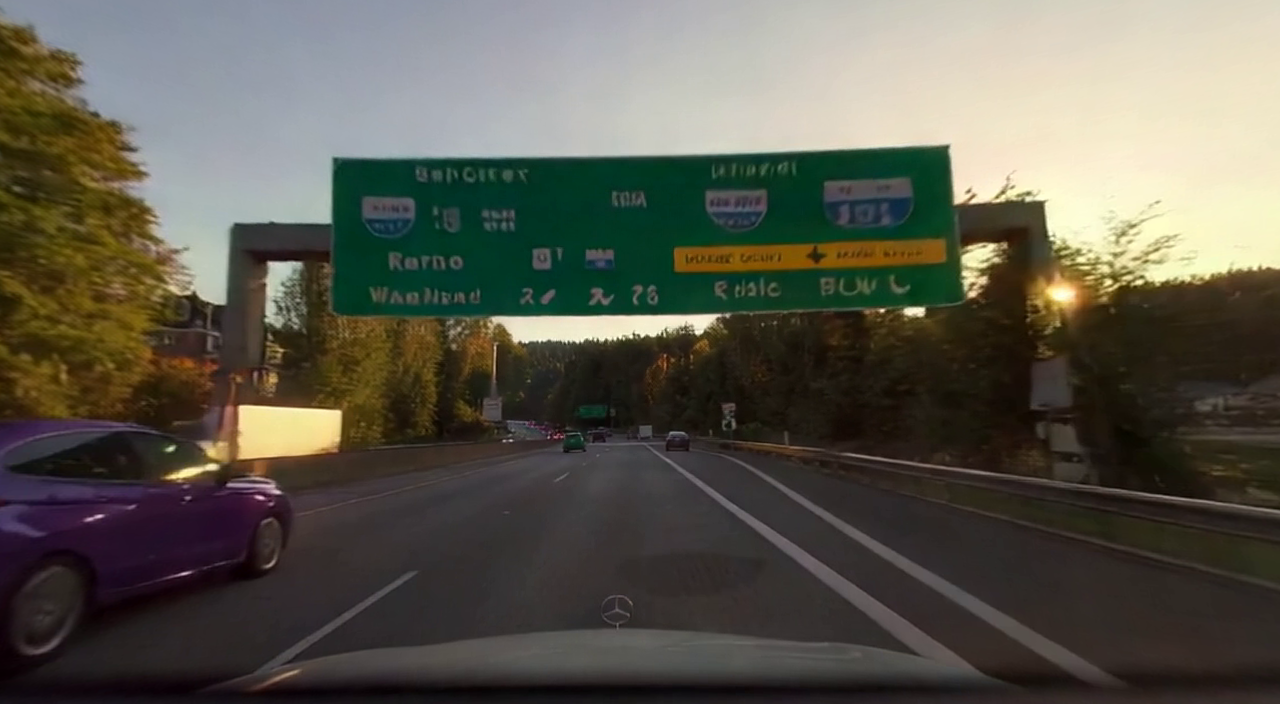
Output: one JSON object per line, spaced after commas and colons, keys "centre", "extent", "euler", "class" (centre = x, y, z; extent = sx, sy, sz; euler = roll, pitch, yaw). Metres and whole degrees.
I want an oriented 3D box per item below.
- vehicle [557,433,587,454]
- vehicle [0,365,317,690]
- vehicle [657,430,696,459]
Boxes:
{"centre": [-5.219, 7.046, 48.599], "extent": [1.959, 1.514, 3.668], "euler": [0, -8, -1], "class": "vehicle"}
{"centre": [-4.296, 1.037, 4.254], "extent": [2.002, 1.645, 4.329], "euler": [0, -8, -2], "class": "vehicle"}
{"centre": [2.060, 5.373, 36.721], "extent": [2.139, 1.561, 4.060], "euler": [0, -8, 1], "class": "vehicle"}
